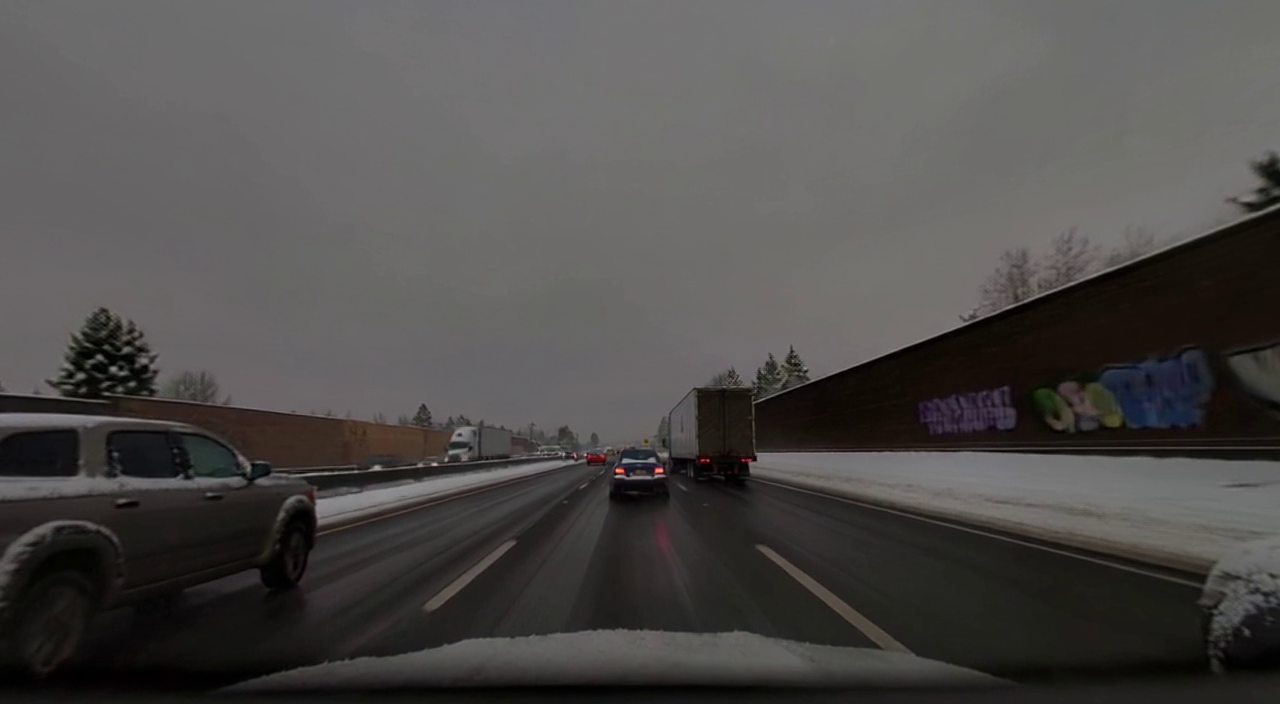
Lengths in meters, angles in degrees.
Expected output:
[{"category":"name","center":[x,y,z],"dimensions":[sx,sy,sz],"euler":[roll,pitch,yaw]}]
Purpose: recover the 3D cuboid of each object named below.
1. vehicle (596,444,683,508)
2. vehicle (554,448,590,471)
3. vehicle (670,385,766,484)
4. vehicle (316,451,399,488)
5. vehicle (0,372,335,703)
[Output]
[{"category":"vehicle","center":[-0.062,3.202,16.720],"dimensions":[2.033,1.468,4.015],"euler":[0,-9,-1]},{"category":"vehicle","center":[-4.795,7.639,44.822],"dimensions":[2.067,1.481,4.085],"euler":[-1,-9,0]},{"category":"vehicle","center":[3.516,4.435,32.950],"dimensions":[2.902,4.014,14.446],"euler":[0,-9,-1]},{"category":"vehicle","center":[-12.242,5.090,27.496],"dimensions":[1.840,1.447,3.868],"euler":[0,-9,-1]},{"category":"vehicle","center":[-4.365,1.187,4.544],"dimensions":[1.988,1.750,4.711],"euler":[0,-9,-1]}]
